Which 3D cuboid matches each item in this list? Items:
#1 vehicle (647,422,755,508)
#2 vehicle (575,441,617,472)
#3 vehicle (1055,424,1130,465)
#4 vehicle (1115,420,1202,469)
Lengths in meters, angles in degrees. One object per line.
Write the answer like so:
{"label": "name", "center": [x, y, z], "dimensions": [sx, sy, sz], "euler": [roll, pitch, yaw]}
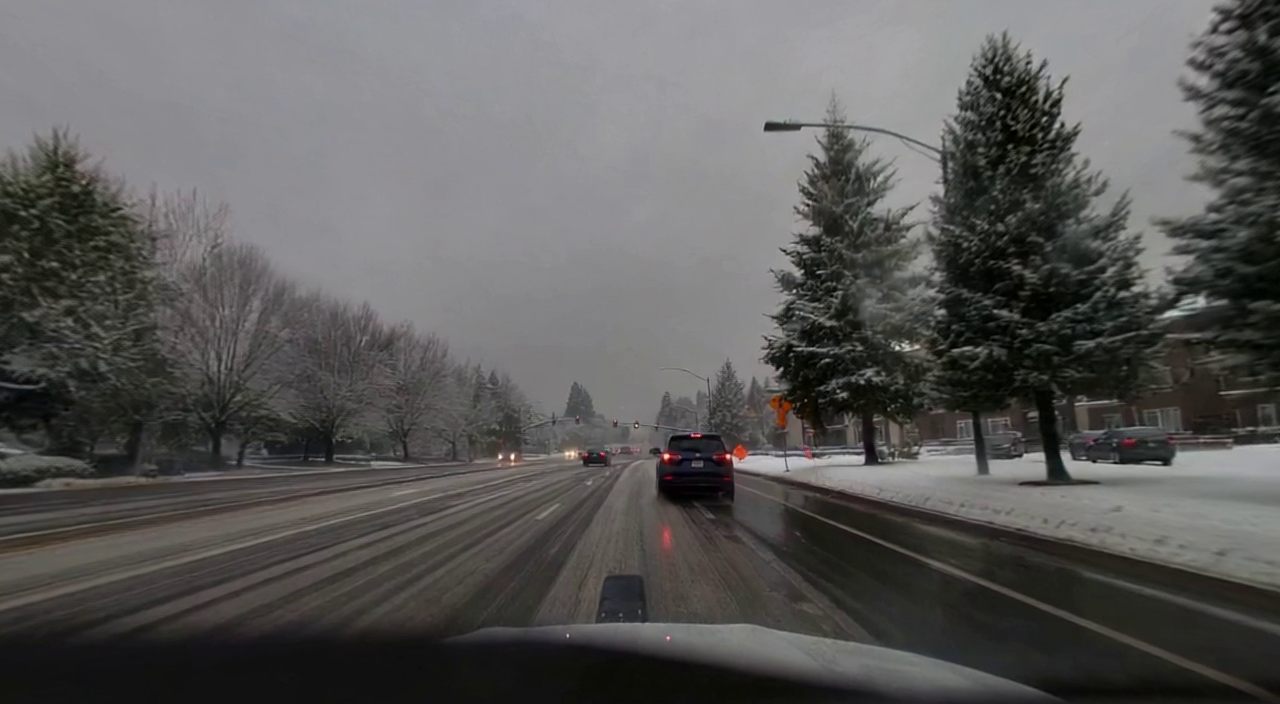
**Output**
{"label": "vehicle", "center": [1.340, 2.770, 15.921], "dimensions": [2.197, 1.835, 4.316], "euler": [0, -8, -1]}
{"label": "vehicle", "center": [-2.499, 6.036, 36.751], "dimensions": [2.121, 1.654, 3.993], "euler": [0, -8, 1]}
{"label": "vehicle", "center": [20.475, 4.165, 28.484], "dimensions": [1.960, 1.678, 4.435], "euler": [-8, -12, 44]}
{"label": "vehicle", "center": [20.066, 3.563, 24.372], "dimensions": [4.367, 1.684, 1.937], "euler": [8, -11, -44]}
